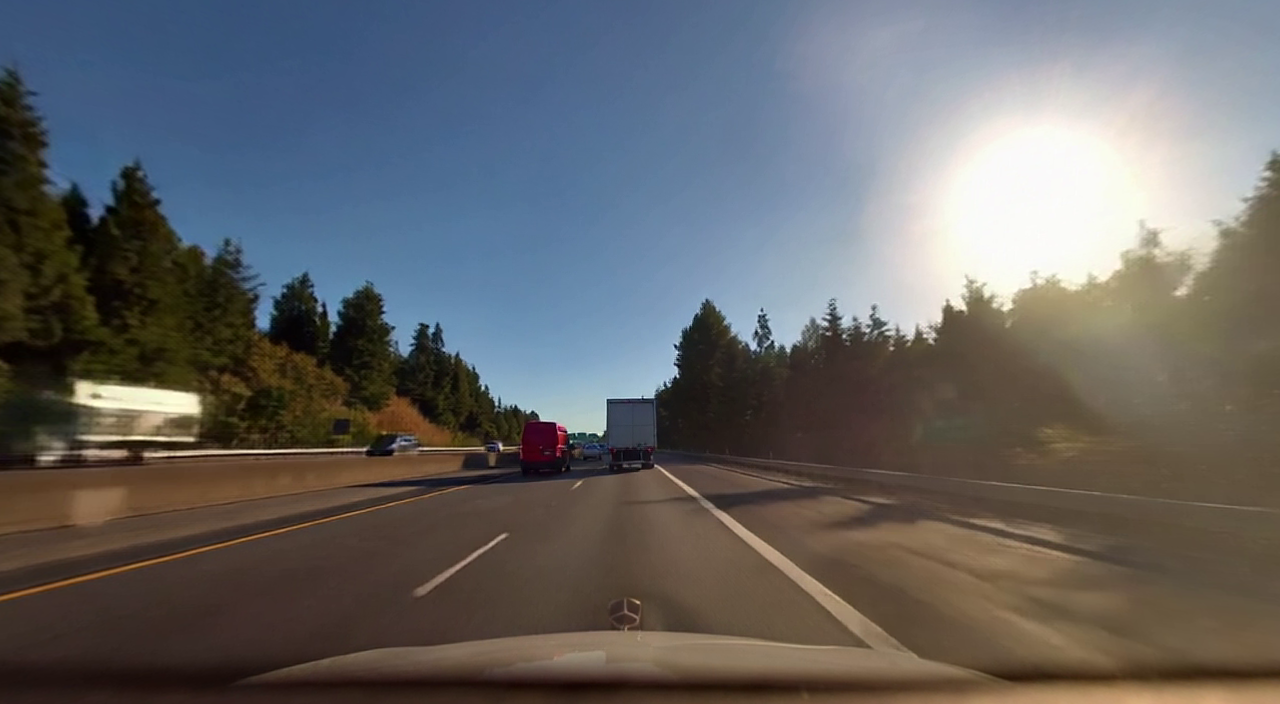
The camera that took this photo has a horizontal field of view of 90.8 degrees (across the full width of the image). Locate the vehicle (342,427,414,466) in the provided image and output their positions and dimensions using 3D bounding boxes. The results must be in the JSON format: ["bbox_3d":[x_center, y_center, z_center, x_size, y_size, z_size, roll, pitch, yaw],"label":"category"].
[{"bbox_3d":[-13.472,4.915,32.729,1.872,1.826,4.350,0,-9,0],"label":"vehicle"}]

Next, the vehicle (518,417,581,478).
[{"bbox_3d":[-4.500,4.937,32.497,2.357,2.786,6.144,0,-9,-1],"label":"vehicle"}]

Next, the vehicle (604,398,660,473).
[{"bbox_3d":[-0.451,5.319,39.316,2.995,4.036,10.311,0,-9,0],"label":"vehicle"}]

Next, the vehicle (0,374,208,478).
[{"bbox_3d":[-17.713,2.551,20.908,2.450,2.949,5.978,0,-9,0],"label":"vehicle"}]
